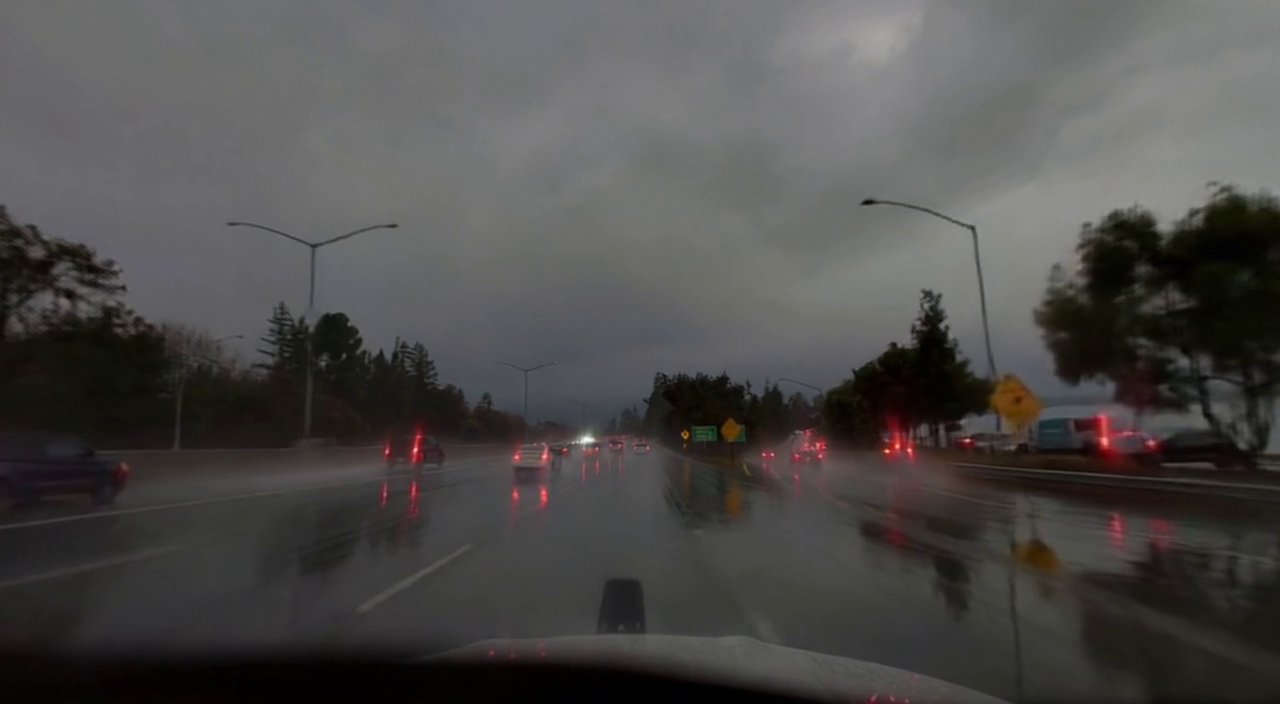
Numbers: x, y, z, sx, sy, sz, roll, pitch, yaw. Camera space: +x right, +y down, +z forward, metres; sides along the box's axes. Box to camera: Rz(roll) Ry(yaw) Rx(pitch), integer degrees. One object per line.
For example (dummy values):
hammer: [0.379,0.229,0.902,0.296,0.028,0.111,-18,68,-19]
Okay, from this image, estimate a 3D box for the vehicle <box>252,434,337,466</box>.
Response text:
vehicle: [-20.553,5.868,37.782,2.114,1.715,5.227,0,-9,0]

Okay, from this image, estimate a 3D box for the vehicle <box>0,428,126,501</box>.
vehicle: [-14.646,2.494,14.154,2.050,1.537,4.768,0,-9,1]

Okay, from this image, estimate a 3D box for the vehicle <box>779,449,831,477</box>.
vehicle: [9.636,6.506,37.195,2.153,1.510,4.646,0,-9,4]

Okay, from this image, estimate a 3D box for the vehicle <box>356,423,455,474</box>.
vehicle: [-11.095,4.640,30.354,2.442,2.191,5.760,0,-9,1]

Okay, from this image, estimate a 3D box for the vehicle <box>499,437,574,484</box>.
vehicle: [-4.055,4.318,25.436,2.132,1.708,4.571,0,-9,2]

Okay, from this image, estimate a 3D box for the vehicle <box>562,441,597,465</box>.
vehicle: [-4.652,7.865,49.097,2.107,1.787,4.685,0,-9,3]

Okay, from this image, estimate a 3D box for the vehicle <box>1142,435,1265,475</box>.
vehicle: [26.031,4.775,29.340,1.914,1.667,4.648,-1,-9,9]

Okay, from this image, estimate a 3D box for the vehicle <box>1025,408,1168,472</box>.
vehicle: [28.023,5.469,39.467,3.151,3.473,9.484,0,-8,9]
